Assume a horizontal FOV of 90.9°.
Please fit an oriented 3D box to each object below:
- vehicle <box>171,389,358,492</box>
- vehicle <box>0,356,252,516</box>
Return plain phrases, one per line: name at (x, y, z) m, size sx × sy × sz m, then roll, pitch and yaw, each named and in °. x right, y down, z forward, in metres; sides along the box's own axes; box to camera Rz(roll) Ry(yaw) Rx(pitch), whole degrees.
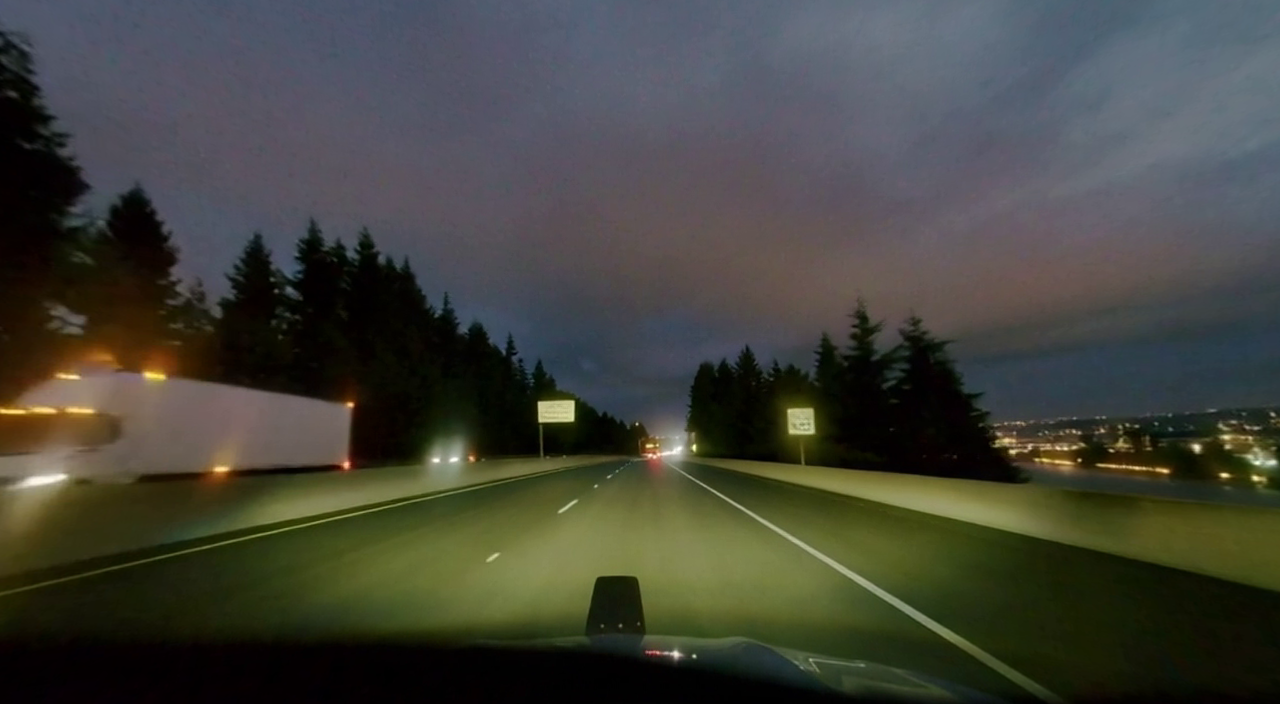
vehicle at (-16.780, 4.153, 29.344) m, size 2.826 × 4.041 × 9.212 m, roll 0°, pitch -9°, yaw 1°
vehicle at (-16.831, 2.723, 19.970) m, size 2.898 × 3.875 × 9.397 m, roll 0°, pitch -9°, yaw 1°
